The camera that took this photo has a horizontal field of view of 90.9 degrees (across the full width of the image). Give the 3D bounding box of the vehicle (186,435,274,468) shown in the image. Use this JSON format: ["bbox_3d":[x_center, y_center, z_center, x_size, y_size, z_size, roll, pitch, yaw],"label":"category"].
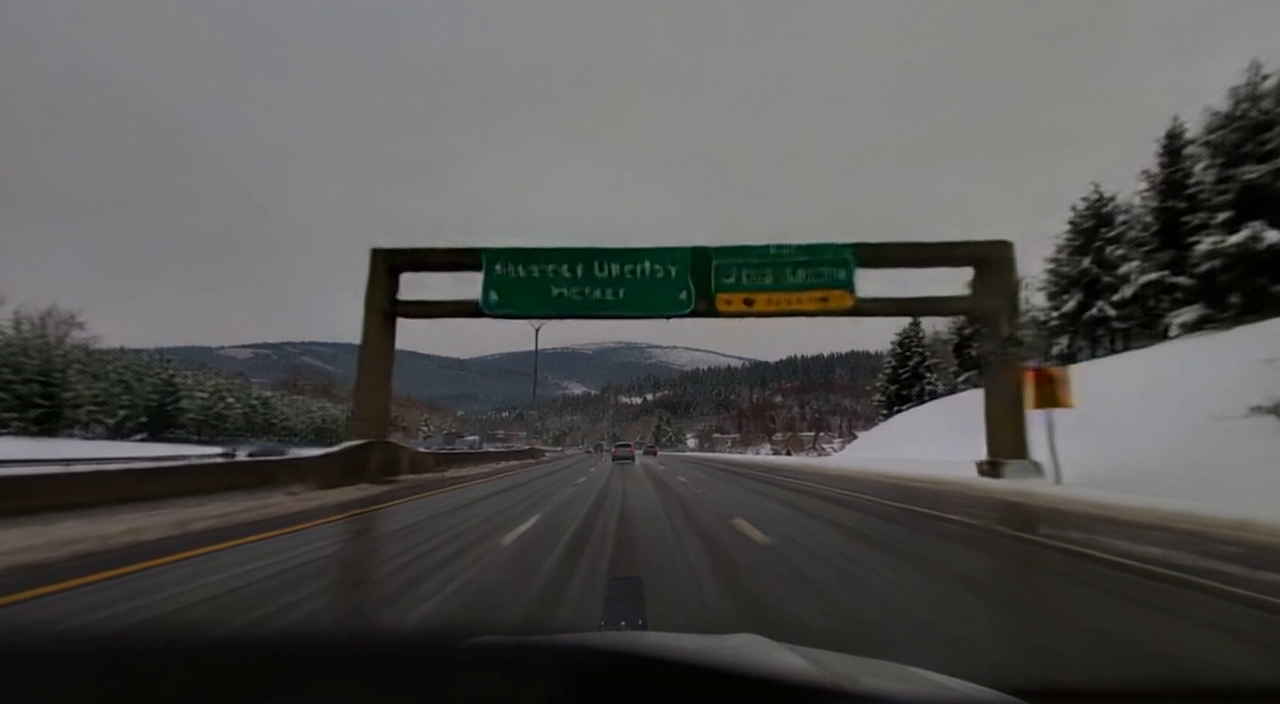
[{"bbox_3d":[-22.150,5.360,34.287,1.866,1.656,4.360,0,-8,-1],"label":"vehicle"}]

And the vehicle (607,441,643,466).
[{"bbox_3d":[-1.009,6.493,40.614,2.193,1.497,4.337,0,-8,-2],"label":"vehicle"}]
